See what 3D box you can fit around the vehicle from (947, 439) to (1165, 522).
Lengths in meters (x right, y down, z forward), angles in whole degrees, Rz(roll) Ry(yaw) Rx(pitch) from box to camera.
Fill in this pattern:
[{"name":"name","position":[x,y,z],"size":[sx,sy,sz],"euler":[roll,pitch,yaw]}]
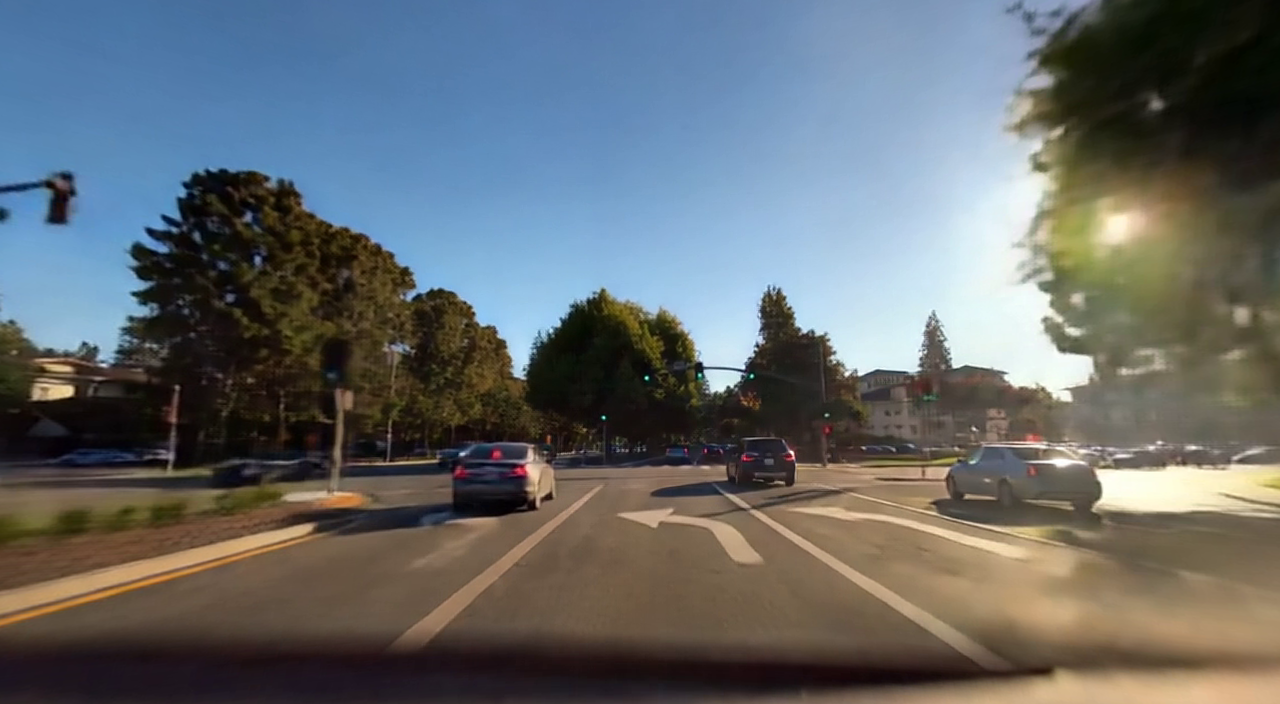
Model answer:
[{"name":"vehicle","position":[8.662,2.678,13.708],"size":[1.949,1.492,4.103],"euler":[0,-9,1]}]

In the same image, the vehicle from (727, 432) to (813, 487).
[{"name":"vehicle","position":[4.635,3.929,23.329],"size":[2.209,1.813,4.724],"euler":[0,-9,1]}]

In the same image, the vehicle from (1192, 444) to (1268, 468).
[{"name":"vehicle","position":[43.936,7.750,47.064],"size":[4.315,1.694,2.134],"euler":[3,-9,-18]}]

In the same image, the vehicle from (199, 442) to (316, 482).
[{"name":"vehicle","position":[-14.954,4.297,25.017],"size":[1.794,1.440,4.351],"euler":[0,-9,2]}]

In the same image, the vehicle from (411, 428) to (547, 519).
[{"name":"vehicle","position":[-3.595,2.805,15.153],"size":[2.258,1.812,4.650],"euler":[1,-9,-3]}]

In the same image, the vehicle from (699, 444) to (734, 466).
[{"name":"vehicle","position":[5.306,7.191,44.370],"size":[2.064,1.474,4.389],"euler":[0,-9,3]}]
